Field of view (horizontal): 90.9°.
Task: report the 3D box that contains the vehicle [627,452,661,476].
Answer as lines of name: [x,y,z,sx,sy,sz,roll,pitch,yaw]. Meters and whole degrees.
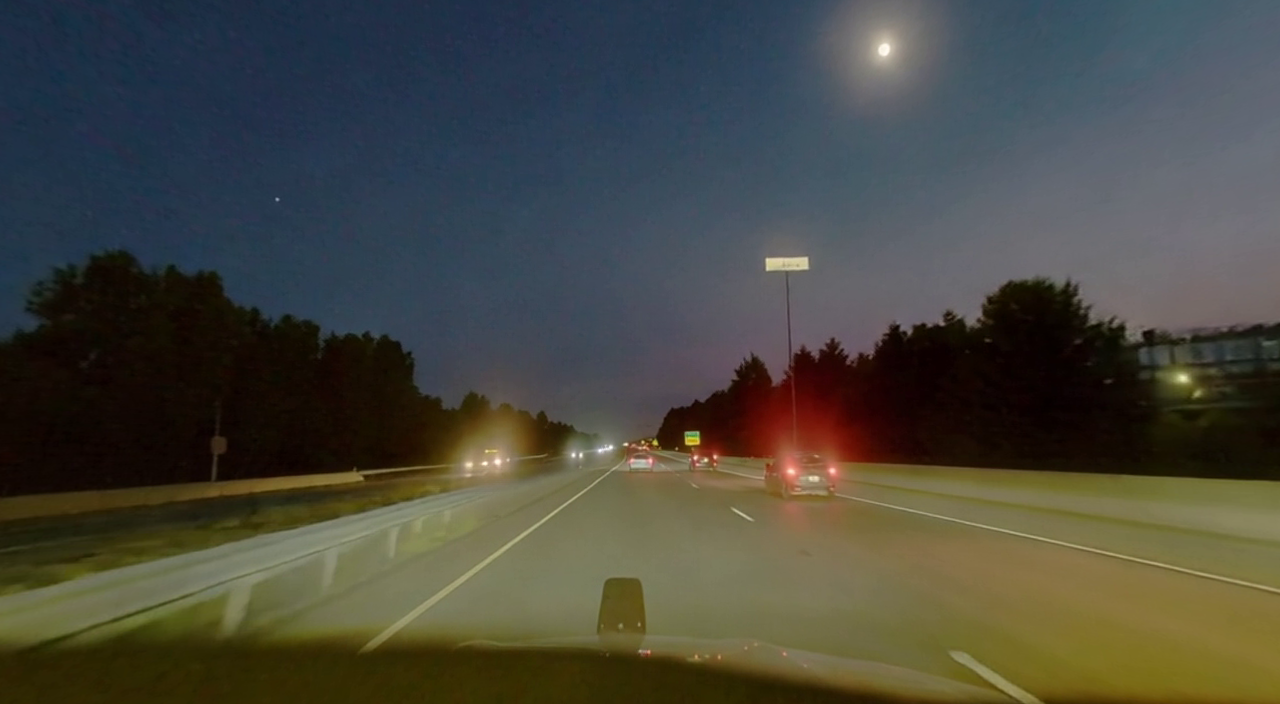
vehicle: [0.237,6.826,38.620,2.012,1.320,3.777,0,-9,0]

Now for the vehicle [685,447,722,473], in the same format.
vehicle: [4.181,7.161,41.872,1.935,1.594,3.981,0,-9,-1]

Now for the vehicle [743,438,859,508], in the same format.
vehicle: [4.242,3.273,17.476,1.969,1.639,4.472,0,-9,-1]
